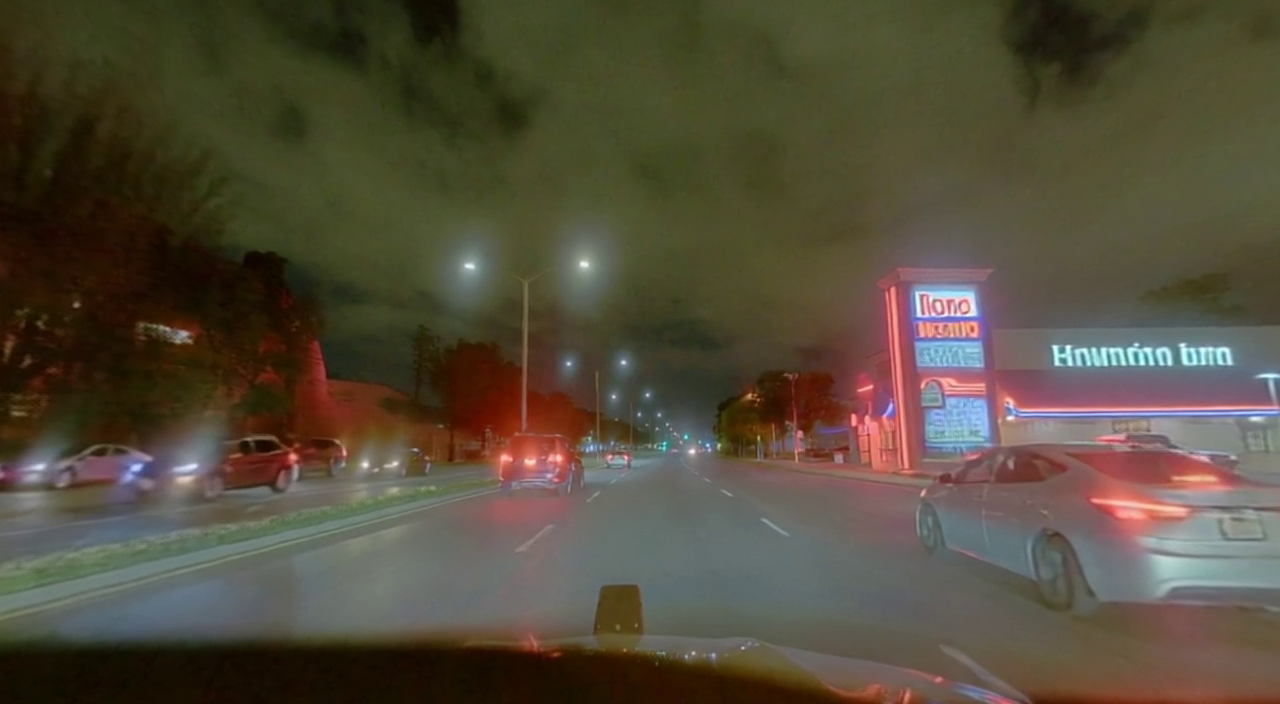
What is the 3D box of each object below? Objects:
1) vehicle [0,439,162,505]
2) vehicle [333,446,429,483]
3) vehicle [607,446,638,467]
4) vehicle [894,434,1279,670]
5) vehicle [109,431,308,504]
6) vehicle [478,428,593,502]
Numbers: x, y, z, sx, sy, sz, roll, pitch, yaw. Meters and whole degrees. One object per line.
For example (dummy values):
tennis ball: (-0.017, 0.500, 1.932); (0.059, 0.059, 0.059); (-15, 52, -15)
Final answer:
vehicle: (-15.301, 3.117, 16.825); (1.871, 1.515, 4.229); (0, -9, -1)
vehicle: (-11.109, 4.832, 27.567); (1.960, 1.451, 4.870); (0, -9, 2)
vehicle: (-1.317, 8.015, 48.596); (1.976, 1.571, 4.649); (-1, -9, 3)
vehicle: (4.398, 1.595, 6.232); (1.960, 1.471, 4.378); (0, -9, 0)
vehicle: (-11.535, 3.114, 17.428); (2.016, 1.710, 4.734); (0, -9, 2)
vehicle: (-2.821, 3.233, 18.437); (2.305, 1.833, 4.912); (-1, -9, 3)
